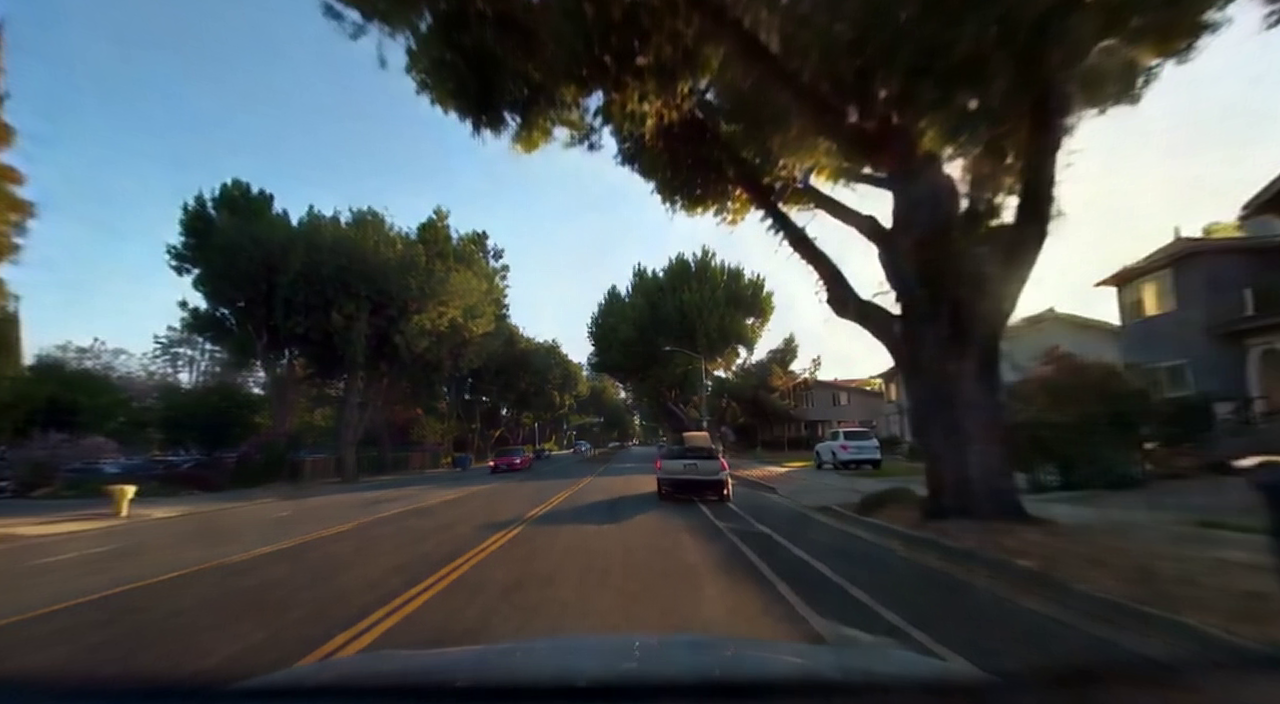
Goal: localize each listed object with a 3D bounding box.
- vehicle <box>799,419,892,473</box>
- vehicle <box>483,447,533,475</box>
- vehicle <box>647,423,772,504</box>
[{"bbox_3d":[8.308,3.915,26.038,2.007,1.803,4.835,-5,-9,-1],"label":"vehicle"},{"bbox_3d":[-7.467,6.181,36.054,1.894,1.476,4.429,0,-8,1],"label":"vehicle"},{"bbox_3d":[2.080,2.975,17.303,2.268,1.862,4.724,-3,-9,21],"label":"vehicle"}]
